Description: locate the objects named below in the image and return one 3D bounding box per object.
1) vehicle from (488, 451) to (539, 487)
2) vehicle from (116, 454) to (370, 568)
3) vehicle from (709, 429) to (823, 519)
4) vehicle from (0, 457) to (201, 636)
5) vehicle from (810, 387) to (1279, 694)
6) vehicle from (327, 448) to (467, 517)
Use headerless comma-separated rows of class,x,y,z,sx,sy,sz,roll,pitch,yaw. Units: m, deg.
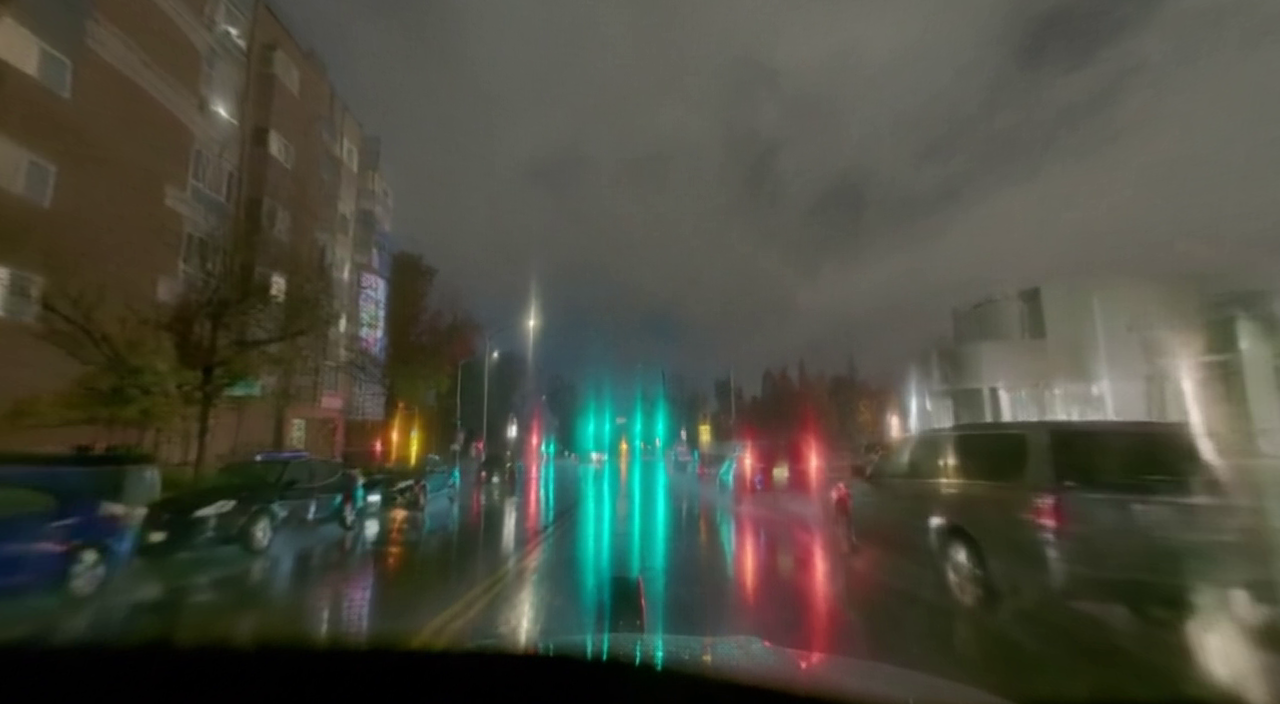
vehicle,-6.747,6.228,33.998,1.893,1.758,4.019,-1,-8,0
vehicle,-6.595,2.616,11.235,1.723,1.520,4.439,0,-8,-1
vehicle,2.882,2.906,15.596,1.954,1.845,4.682,-1,-8,1
vehicle,-6.466,1.703,5.454,1.913,1.479,4.714,-1,-8,1
vehicle,3.418,1.457,6.295,1.886,1.740,5.167,0,-8,-1
vehicle,-6.537,3.645,17.730,2.033,1.523,4.867,-3,-11,0
